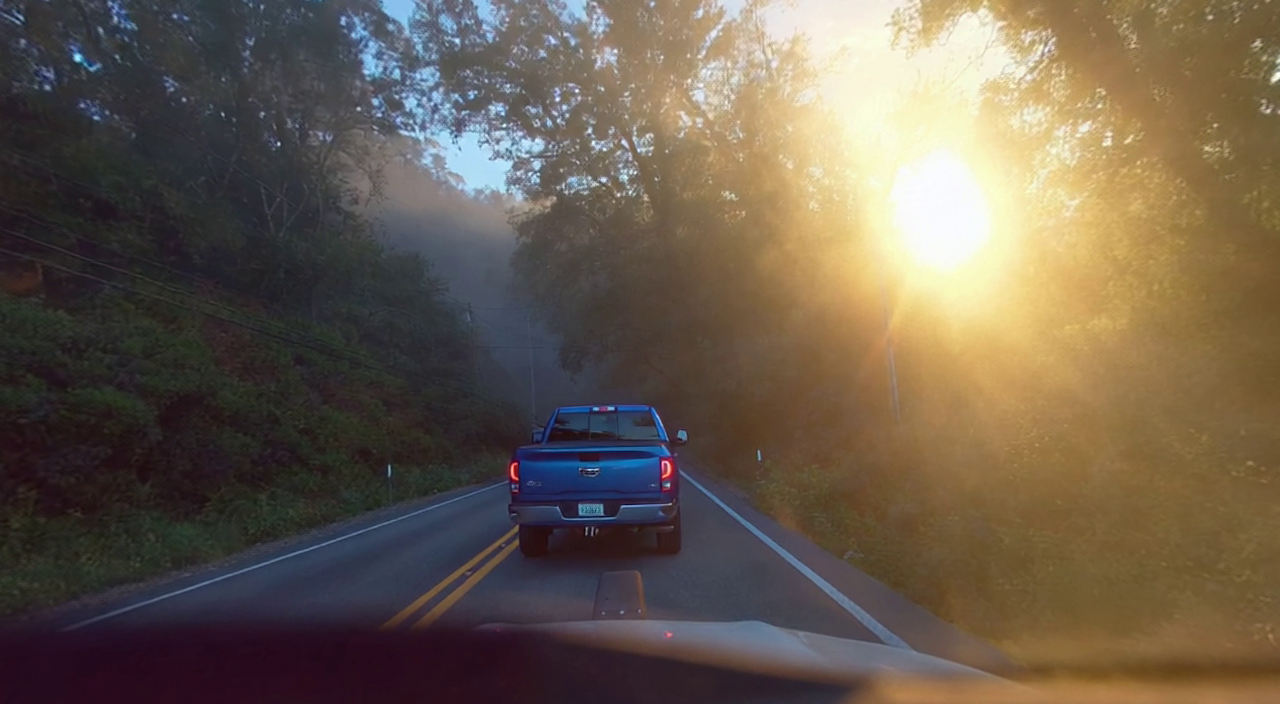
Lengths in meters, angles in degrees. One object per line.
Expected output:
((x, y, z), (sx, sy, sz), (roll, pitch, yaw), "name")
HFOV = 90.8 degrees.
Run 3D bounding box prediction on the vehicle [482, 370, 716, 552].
((-0.543, 1.760, 10.752), (2.837, 2.223, 5.885), (0, -8, -1), "vehicle")
